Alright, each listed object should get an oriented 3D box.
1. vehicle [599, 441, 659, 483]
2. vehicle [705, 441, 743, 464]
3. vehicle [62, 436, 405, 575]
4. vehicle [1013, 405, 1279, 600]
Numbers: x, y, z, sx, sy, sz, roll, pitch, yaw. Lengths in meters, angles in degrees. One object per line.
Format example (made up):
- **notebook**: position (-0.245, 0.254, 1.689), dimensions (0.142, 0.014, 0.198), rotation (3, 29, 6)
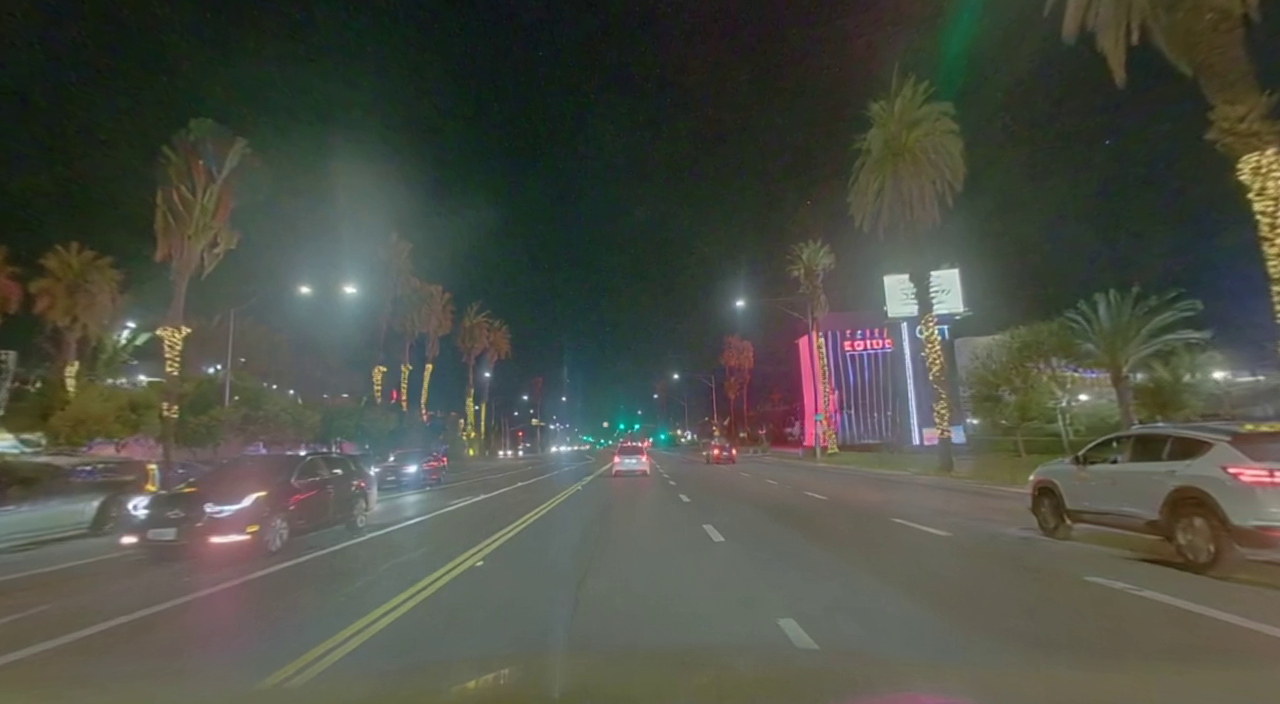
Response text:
- **vehicle**: position (-0.382, 3.928, 22.792), dimensions (1.970, 1.402, 3.756), rotation (0, -8, -1)
- **vehicle**: position (5.793, 6.983, 43.953), dimensions (1.970, 1.461, 4.267), rotation (0, -8, -2)
- **vehicle**: position (-5.183, 1.966, 8.998), dimensions (1.900, 1.458, 4.465), rotation (0, -8, 0)
- **vehicle**: position (6.408, 1.533, 7.061), dimensions (1.949, 1.647, 3.894), rotation (0, -8, -1)
